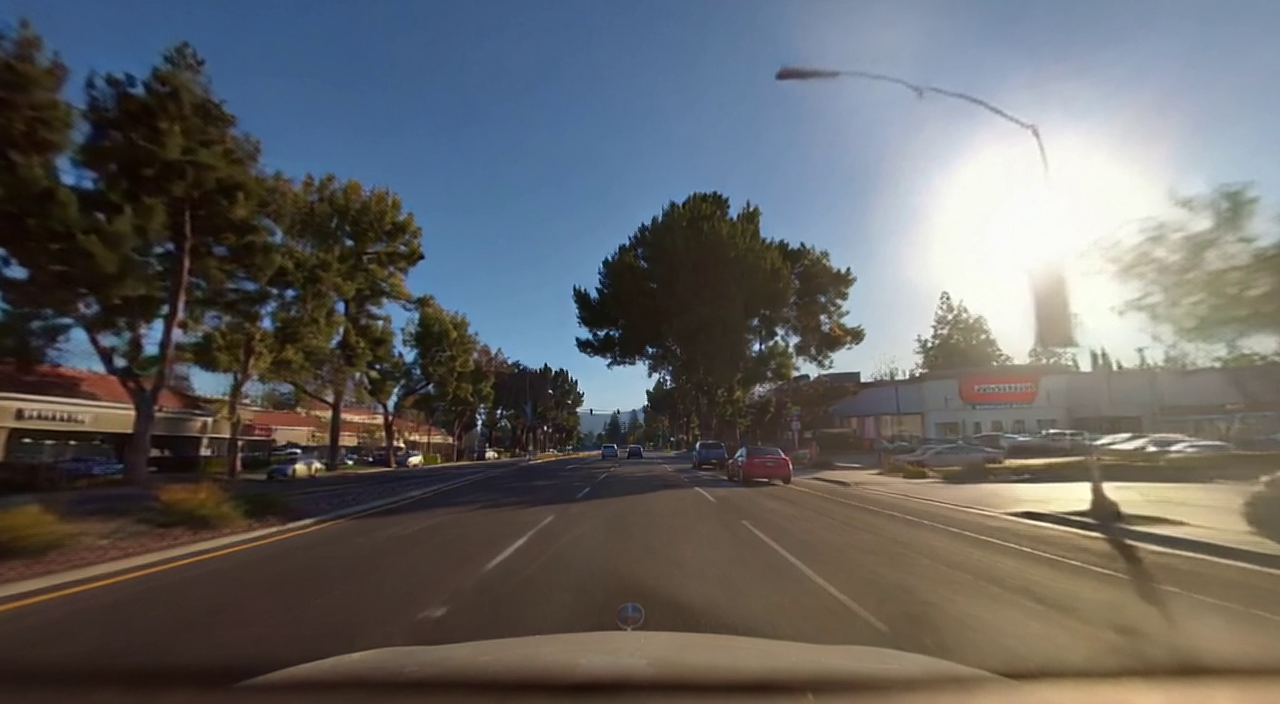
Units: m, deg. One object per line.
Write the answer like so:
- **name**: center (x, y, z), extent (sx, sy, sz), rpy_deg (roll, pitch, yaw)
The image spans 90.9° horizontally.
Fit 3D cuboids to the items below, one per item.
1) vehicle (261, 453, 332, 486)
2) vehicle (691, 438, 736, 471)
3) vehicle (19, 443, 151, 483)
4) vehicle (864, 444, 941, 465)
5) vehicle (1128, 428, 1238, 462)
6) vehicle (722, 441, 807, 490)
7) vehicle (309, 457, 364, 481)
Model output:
- **vehicle**: center (-22.369, 7.607, 41.304), extent (2.058, 1.837, 4.990), rpy_deg (-3, -8, -2)
- **vehicle**: center (4.537, 6.367, 39.451), extent (2.140, 1.921, 4.431), rpy_deg (0, -9, -2)
- **vehicle**: center (-31.328, 6.245, 35.949), extent (2.217, 1.969, 5.932), rpy_deg (-1, -8, -1)
- **vehicle**: center (18.458, 7.210, 44.446), extent (4.502, 1.459, 2.082), rpy_deg (0, -9, -2)
- **vehicle**: center (32.175, 5.494, 37.437), extent (4.463, 1.856, 2.209), rpy_deg (-1, -8, -1)
- **vehicle**: center (4.085, 3.798, 21.456), extent (1.916, 1.459, 4.335), rpy_deg (0, -9, -2)
- **vehicle**: center (-22.688, 8.731, 47.371), extent (1.833, 1.534, 4.821), rpy_deg (-1, -8, -1)
